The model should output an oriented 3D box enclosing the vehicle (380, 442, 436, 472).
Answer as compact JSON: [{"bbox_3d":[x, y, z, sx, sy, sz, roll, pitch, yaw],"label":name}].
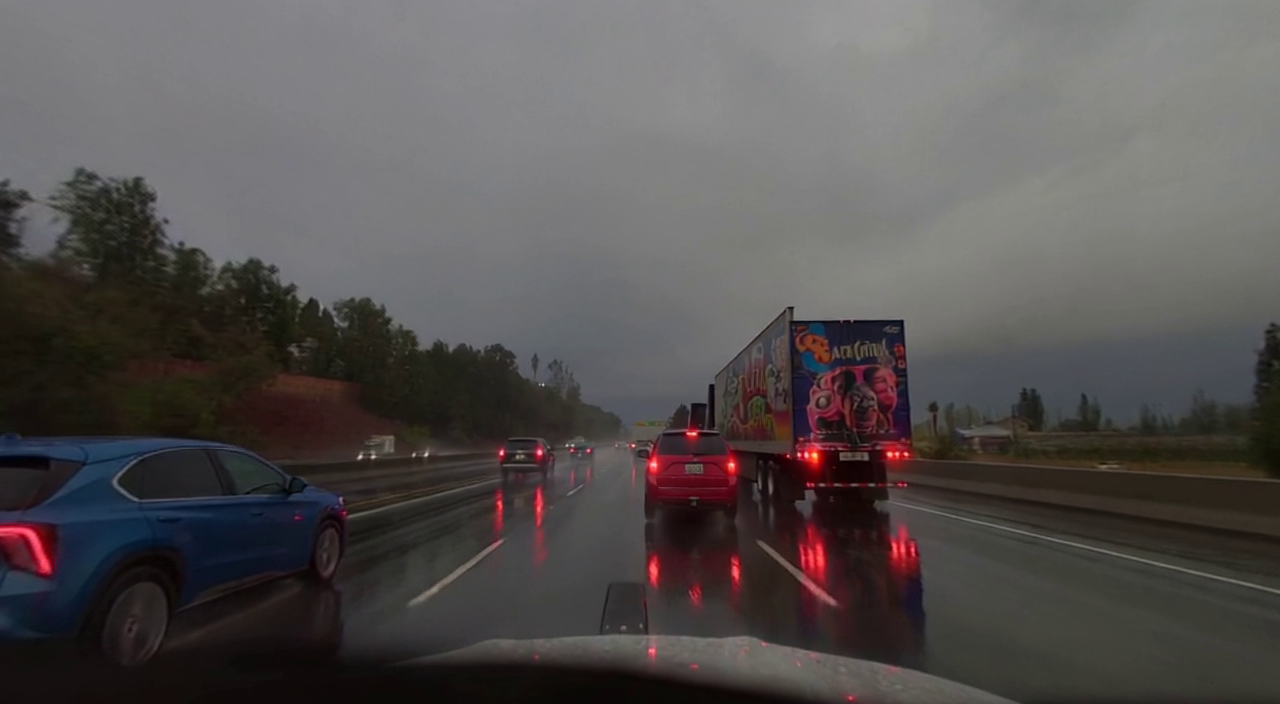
[{"bbox_3d":[-15.648,7.097,42.796,2.011,1.875,4.685,0,-8,0],"label":"vehicle"}]

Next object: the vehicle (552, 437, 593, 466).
[{"bbox_3d":[-4.221,6.283,39.872,2.014,1.683,4.275,0,-8,1],"label":"vehicle"}]

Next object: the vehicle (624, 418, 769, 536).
[{"bbox_3d":[0.756,2.038,10.795,2.017,1.662,3.543,0,-8,-2],"label":"vehicle"}]

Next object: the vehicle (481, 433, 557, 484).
[{"bbox_3d":[-4.214,3.752,22.516,1.905,1.642,3.803,0,-8,1],"label":"vehicle"}]

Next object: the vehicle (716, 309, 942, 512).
[{"bbox_3d":[4.605,2.159,19.732,2.828,4.081,14.220,0,-8,1],"label":"vehicle"}]

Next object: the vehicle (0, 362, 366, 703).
[{"bbox_3d":[-3.999,1.114,4.520,1.983,1.666,4.452,0,-8,1],"label":"vehicle"}]
